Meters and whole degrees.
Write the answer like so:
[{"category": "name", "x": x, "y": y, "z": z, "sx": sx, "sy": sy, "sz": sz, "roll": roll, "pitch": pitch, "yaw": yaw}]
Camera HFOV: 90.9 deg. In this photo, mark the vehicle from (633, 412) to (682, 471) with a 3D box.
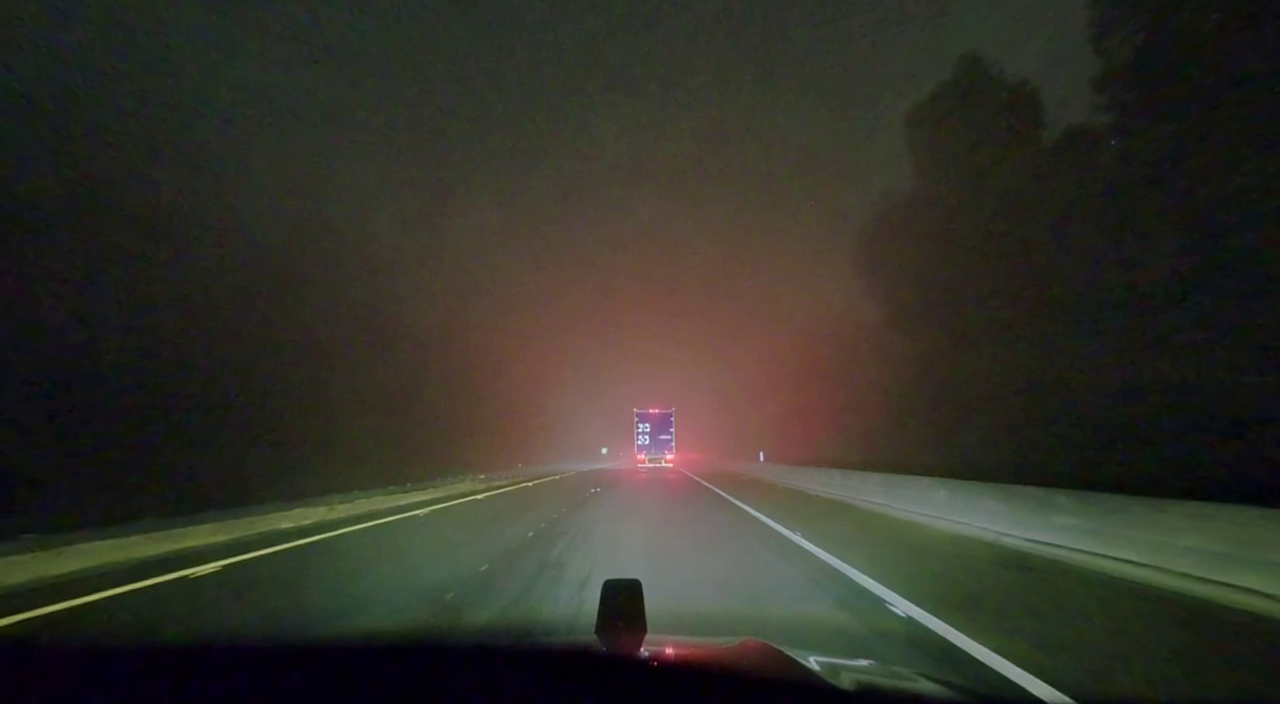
[{"category": "vehicle", "x": 1.115, "y": 6.455, "z": 44.984, "sx": 3.107, "sy": 3.718, "sz": 10.231, "roll": 0, "pitch": -9, "yaw": 0}]
